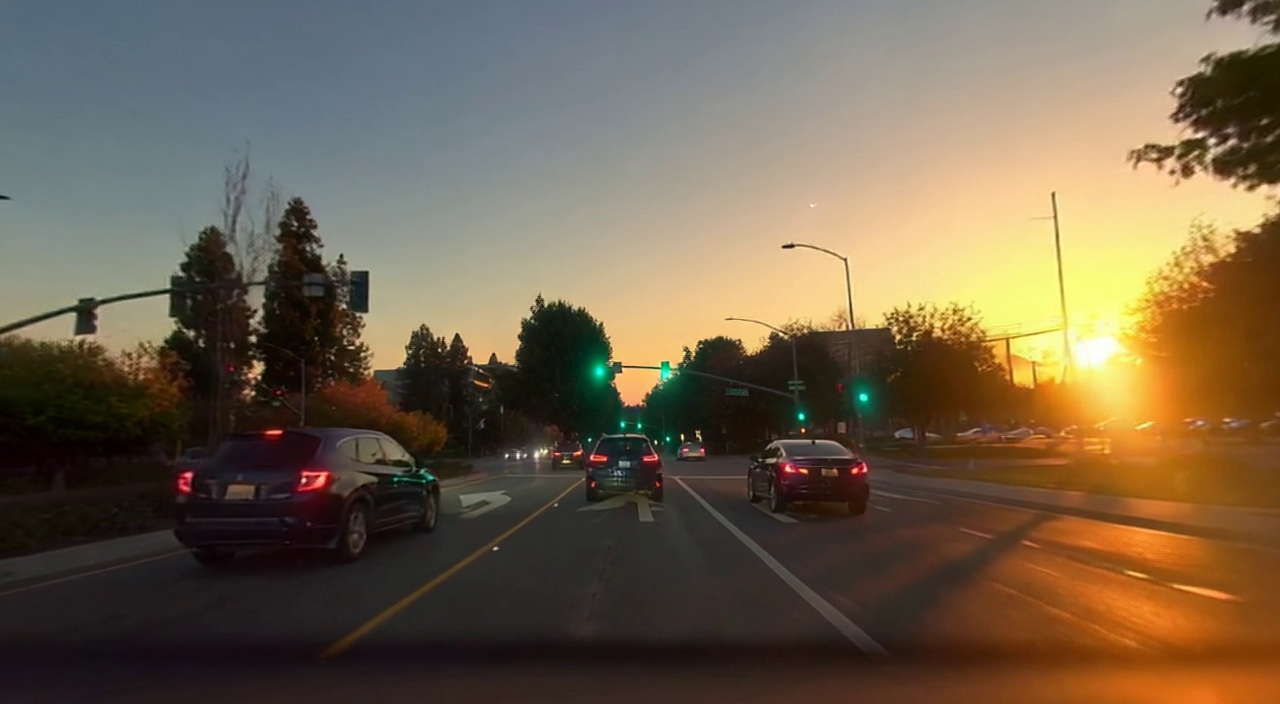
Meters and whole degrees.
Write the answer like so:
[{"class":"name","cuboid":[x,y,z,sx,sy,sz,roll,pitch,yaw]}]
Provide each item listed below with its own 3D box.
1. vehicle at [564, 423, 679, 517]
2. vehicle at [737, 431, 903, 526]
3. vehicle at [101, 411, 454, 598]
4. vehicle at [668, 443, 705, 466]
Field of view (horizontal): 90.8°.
[{"class":"vehicle","cuboid":[-0.369,2.522,13.981,2.150,1.725,4.096,0,-8,0]},{"class":"vehicle","cuboid":[3.314,2.411,12.605,2.068,1.541,4.041,0,-8,-1]},{"class":"vehicle","cuboid":[-3.777,1.632,7.613,1.823,1.602,4.061,0,-8,0]},{"class":"vehicle","cuboid":[3.181,7.129,43.998,2.171,1.469,4.420,0,-8,-1]}]
